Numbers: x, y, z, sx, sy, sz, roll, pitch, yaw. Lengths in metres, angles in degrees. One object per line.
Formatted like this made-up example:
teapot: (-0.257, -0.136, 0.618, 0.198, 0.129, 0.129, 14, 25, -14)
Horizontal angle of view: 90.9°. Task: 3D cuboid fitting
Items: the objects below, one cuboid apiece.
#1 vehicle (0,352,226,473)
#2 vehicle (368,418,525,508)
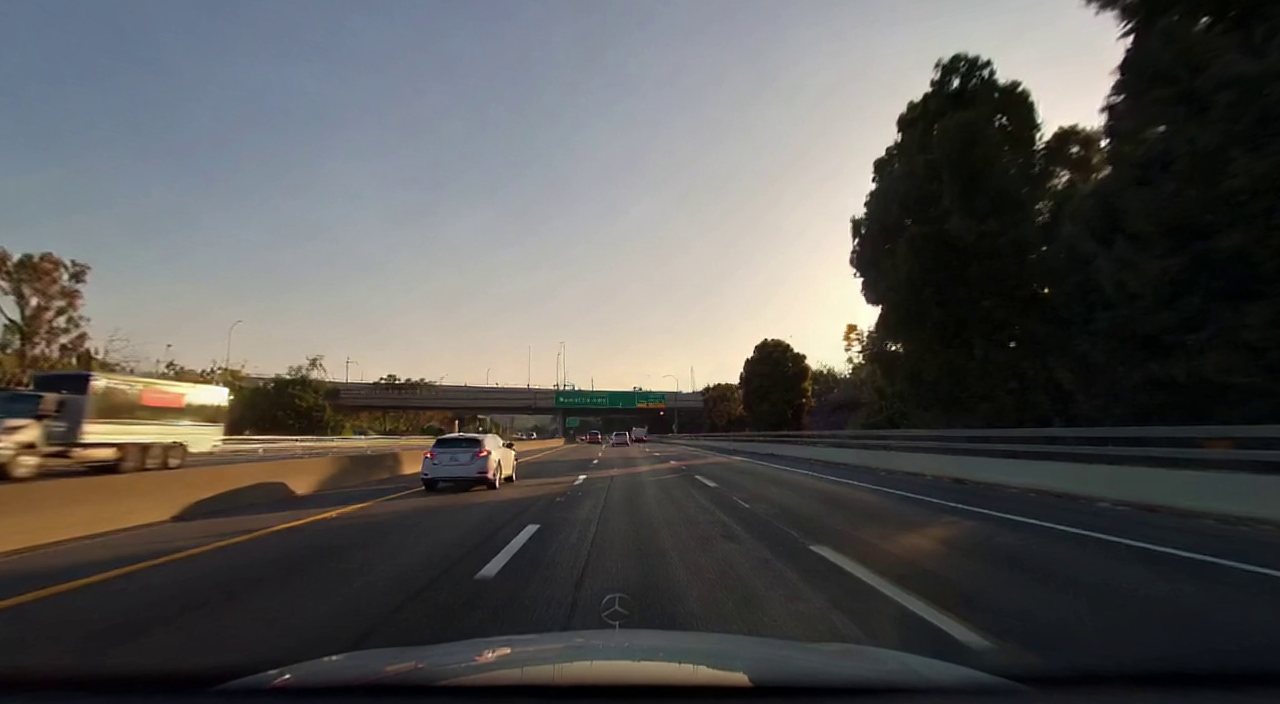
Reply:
vehicle: (-22.423, 2.707, 25.925, 2.964, 3.896, 12.144, 0, -8, -2)
vehicle: (-3.847, 2.267, 13.407, 2.062, 1.591, 4.156, 0, -8, -1)
